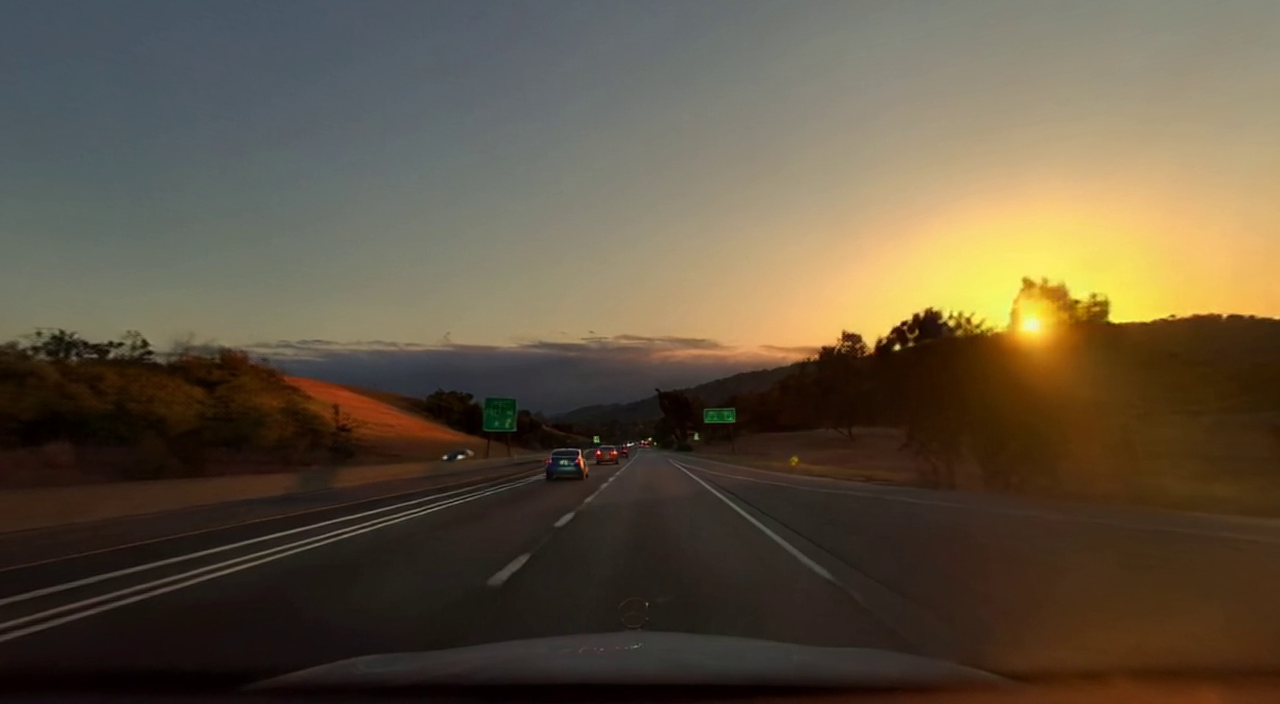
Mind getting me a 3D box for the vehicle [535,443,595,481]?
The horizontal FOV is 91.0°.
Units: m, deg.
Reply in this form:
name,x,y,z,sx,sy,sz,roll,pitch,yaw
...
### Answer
name,x,y,z,sx,sy,sz,roll,pitch,yaw
vehicle,-3.254,4.884,28.245,2.044,1.527,4.607,0,-9,2
